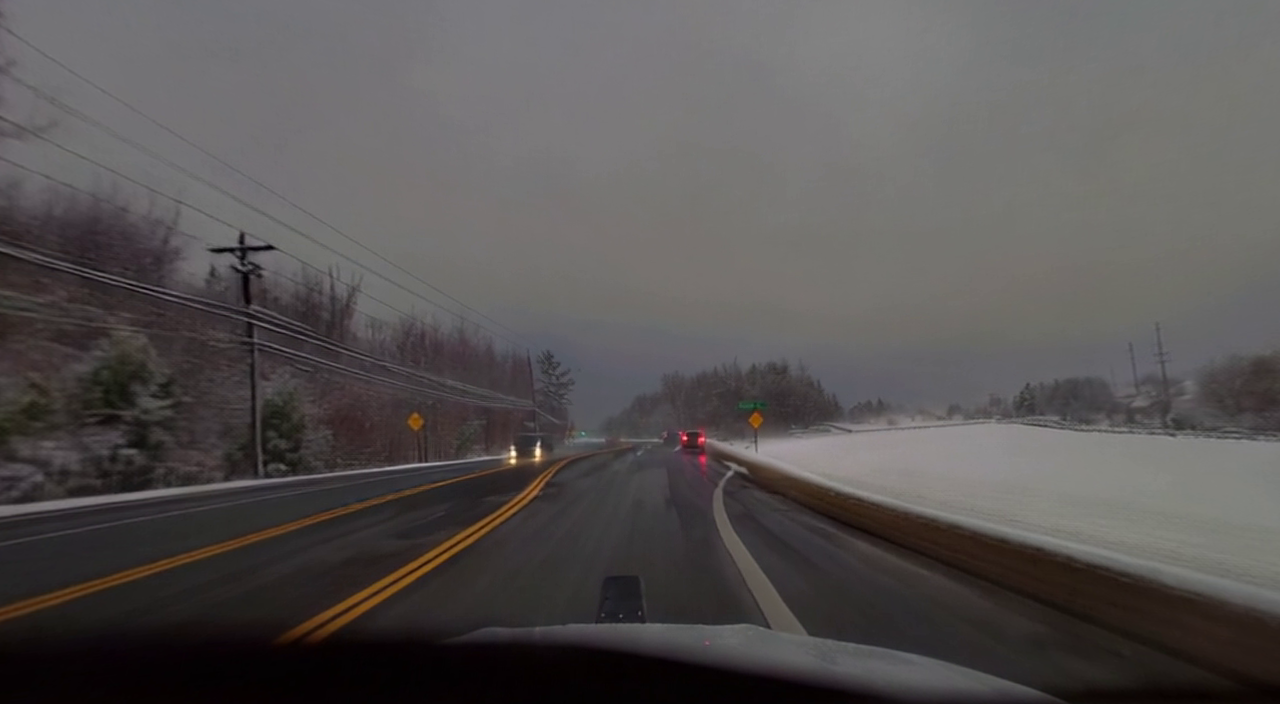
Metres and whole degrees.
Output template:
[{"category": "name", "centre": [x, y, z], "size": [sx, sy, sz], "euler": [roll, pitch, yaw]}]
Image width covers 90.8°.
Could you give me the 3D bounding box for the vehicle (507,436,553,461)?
[{"category": "vehicle", "centre": [-6.945, 6.163, 40.390], "size": [1.909, 1.467, 4.579], "euler": [-1, -9, 3]}]
